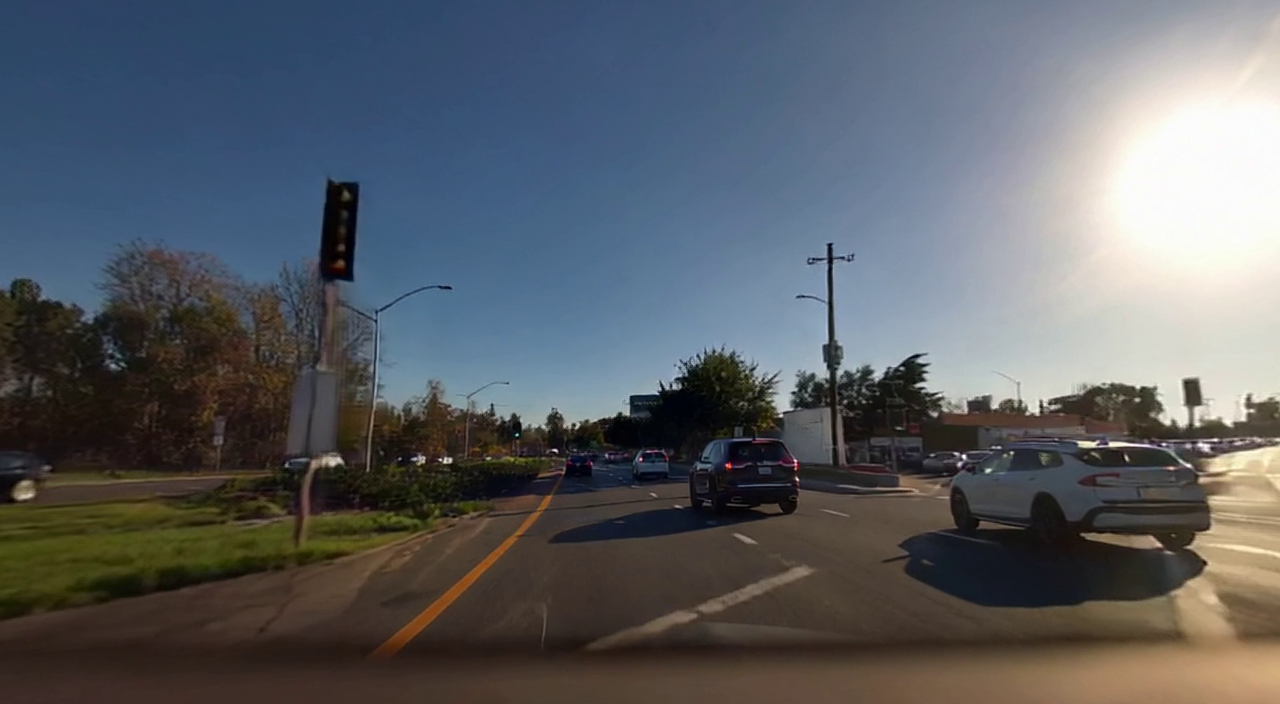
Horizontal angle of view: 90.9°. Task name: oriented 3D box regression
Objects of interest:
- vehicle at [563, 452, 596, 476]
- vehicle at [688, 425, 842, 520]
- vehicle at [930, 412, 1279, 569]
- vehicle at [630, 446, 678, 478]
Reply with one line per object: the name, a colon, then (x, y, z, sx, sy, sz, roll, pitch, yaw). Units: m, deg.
vehicle: (-4.105, 7.564, 42.757, 2.107, 1.527, 4.174, 1, -8, -5)
vehicle: (2.586, 2.654, 14.464, 2.184, 1.777, 4.712, 1, -8, -5)
vehicle: (6.077, 1.756, 8.737, 1.881, 1.604, 4.289, 1, -8, -3)
vehicle: (0.669, 5.873, 33.993, 2.012, 1.612, 4.114, 1, -8, -7)
